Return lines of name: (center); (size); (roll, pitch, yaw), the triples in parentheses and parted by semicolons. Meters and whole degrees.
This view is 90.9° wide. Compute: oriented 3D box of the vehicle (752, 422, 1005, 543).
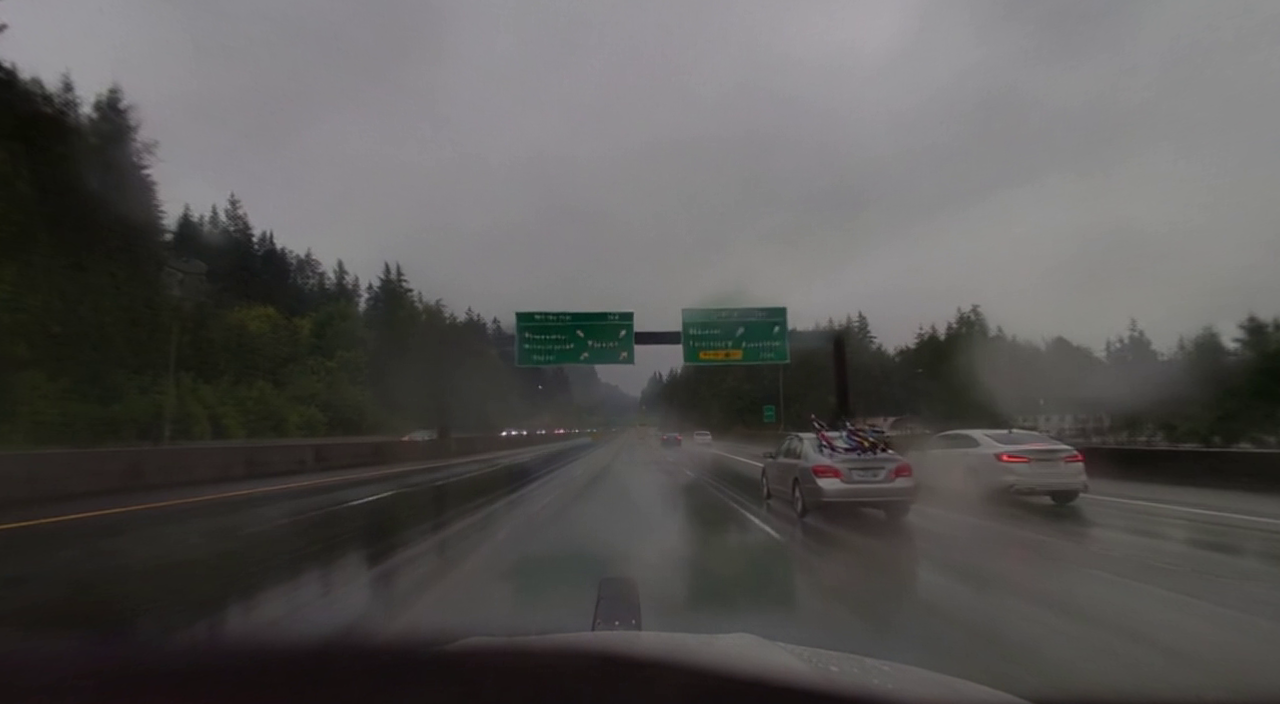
vehicle: (3.310, 1.885, 9.972); (2.094, 1.441, 4.568); (0, -8, -2)

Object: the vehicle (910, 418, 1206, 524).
vehicle: (7.046, 2.023, 11.482); (2.034, 1.511, 4.785); (0, -8, -2)
